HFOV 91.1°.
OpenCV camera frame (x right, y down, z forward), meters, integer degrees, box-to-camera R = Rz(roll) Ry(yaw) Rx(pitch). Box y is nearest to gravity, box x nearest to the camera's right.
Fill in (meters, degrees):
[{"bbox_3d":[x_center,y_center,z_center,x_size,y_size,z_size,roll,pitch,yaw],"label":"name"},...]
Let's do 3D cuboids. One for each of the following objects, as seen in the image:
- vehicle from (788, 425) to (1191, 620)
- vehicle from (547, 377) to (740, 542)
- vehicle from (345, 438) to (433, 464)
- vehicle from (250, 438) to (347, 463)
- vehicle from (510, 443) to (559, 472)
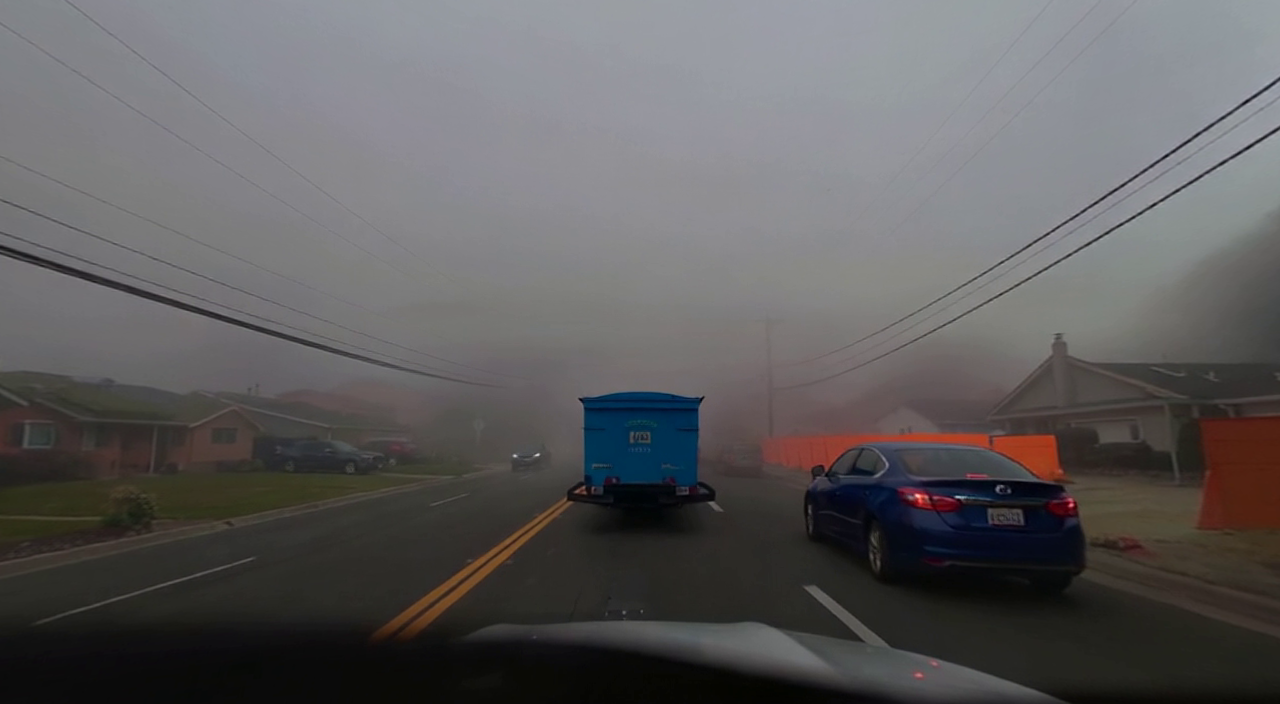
[{"bbox_3d":[3.257,1.659,7.182,2.010,1.499,4.481,0,-8,0],"label":"vehicle"},{"bbox_3d":[0.083,2.005,12.270,2.751,2.361,6.347,0,-8,1],"label":"vehicle"},{"bbox_3d":[-15.012,5.945,37.739,4.490,1.500,1.875,0,-8,-2],"label":"vehicle"},{"bbox_3d":[-20.321,5.878,37.446,4.706,1.468,1.817,-1,-8,3],"label":"vehicle"},{"bbox_3d":[-5.940,5.970,35.880,1.953,1.528,4.492,0,-8,1],"label":"vehicle"}]
